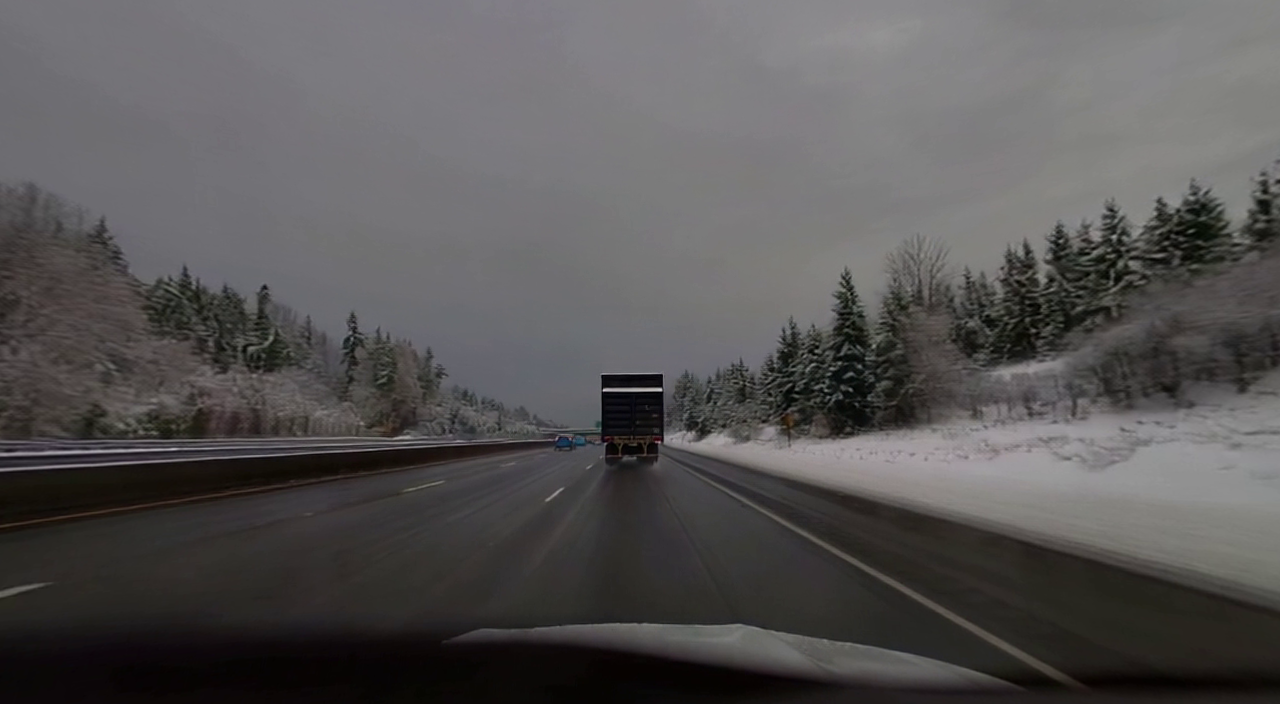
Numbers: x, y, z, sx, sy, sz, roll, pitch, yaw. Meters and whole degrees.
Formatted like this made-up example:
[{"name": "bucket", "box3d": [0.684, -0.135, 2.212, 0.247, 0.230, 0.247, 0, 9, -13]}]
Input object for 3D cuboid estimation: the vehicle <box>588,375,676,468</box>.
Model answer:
[{"name": "vehicle", "box3d": [-0.420, 3.483, 30.378, 3.033, 3.223, 14.836, 4, -7, -1]}]
